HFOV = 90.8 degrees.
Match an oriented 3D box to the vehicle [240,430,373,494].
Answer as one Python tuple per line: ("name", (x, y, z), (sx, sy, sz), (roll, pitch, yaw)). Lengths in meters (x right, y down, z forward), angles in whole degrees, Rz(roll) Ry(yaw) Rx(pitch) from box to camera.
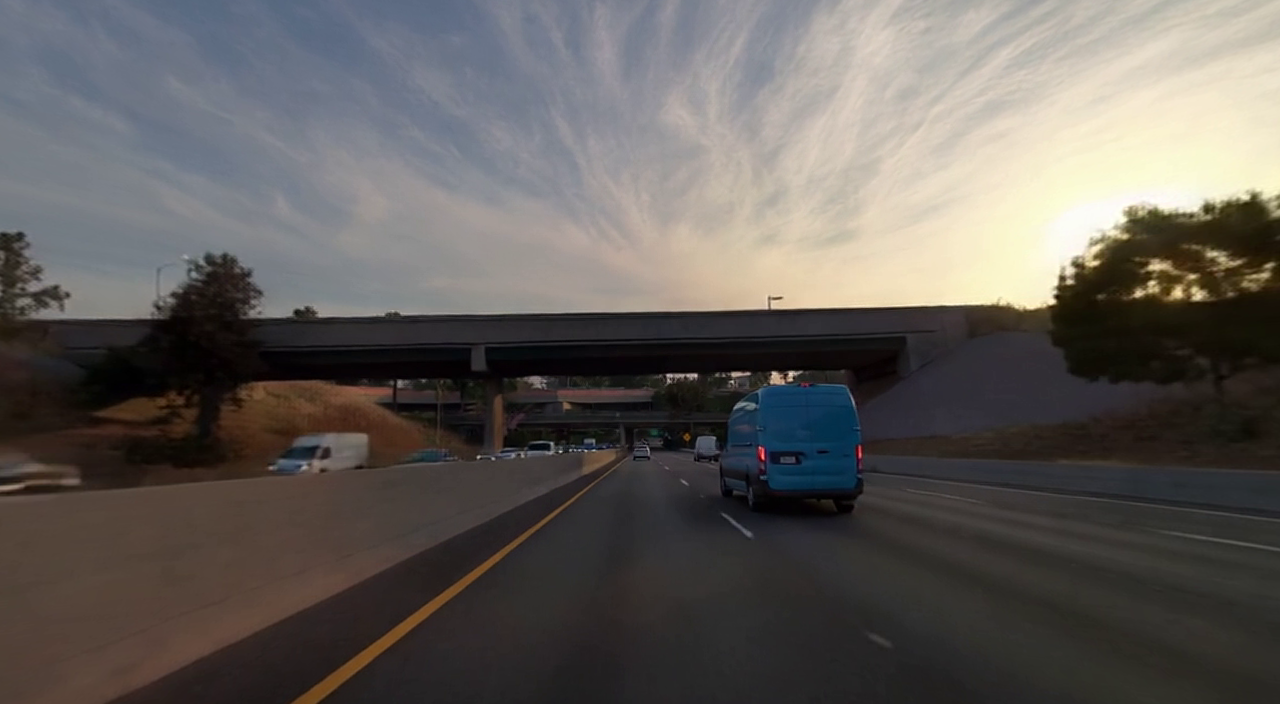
("vehicle", (-15.327, 5.104, 29.646), (2.606, 2.626, 6.509), (0, -9, 0))

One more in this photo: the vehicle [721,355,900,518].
("vehicle", (3.760, 2.162, 15.792), (2.460, 3.155, 6.902), (0, -9, 0))

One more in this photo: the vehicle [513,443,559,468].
("vehicle", (-7.147, 7.193, 43.890), (2.317, 1.632, 4.613), (0, -9, 1))

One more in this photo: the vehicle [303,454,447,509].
("vehicle", (-7.719, 3.798, 19.119), (1.932, 1.381, 5.404), (0, -9, 1))

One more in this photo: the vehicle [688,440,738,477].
("vehicle", (3.655, 5.432, 32.324), (2.009, 1.731, 4.149), (0, -9, -1))
